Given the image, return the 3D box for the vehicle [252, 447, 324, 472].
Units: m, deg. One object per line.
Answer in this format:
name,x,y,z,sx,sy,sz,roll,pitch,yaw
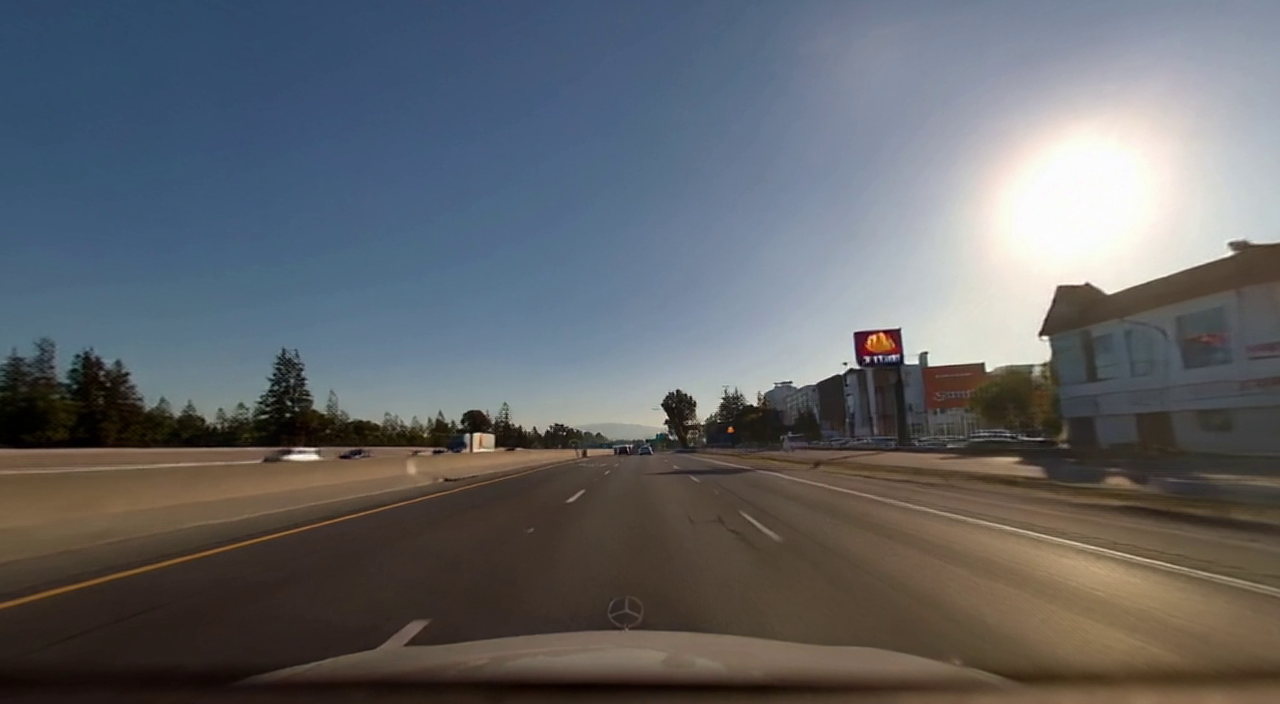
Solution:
vehicle,-22.953,6.988,41.338,1.908,1.481,4.806,0,-8,1
